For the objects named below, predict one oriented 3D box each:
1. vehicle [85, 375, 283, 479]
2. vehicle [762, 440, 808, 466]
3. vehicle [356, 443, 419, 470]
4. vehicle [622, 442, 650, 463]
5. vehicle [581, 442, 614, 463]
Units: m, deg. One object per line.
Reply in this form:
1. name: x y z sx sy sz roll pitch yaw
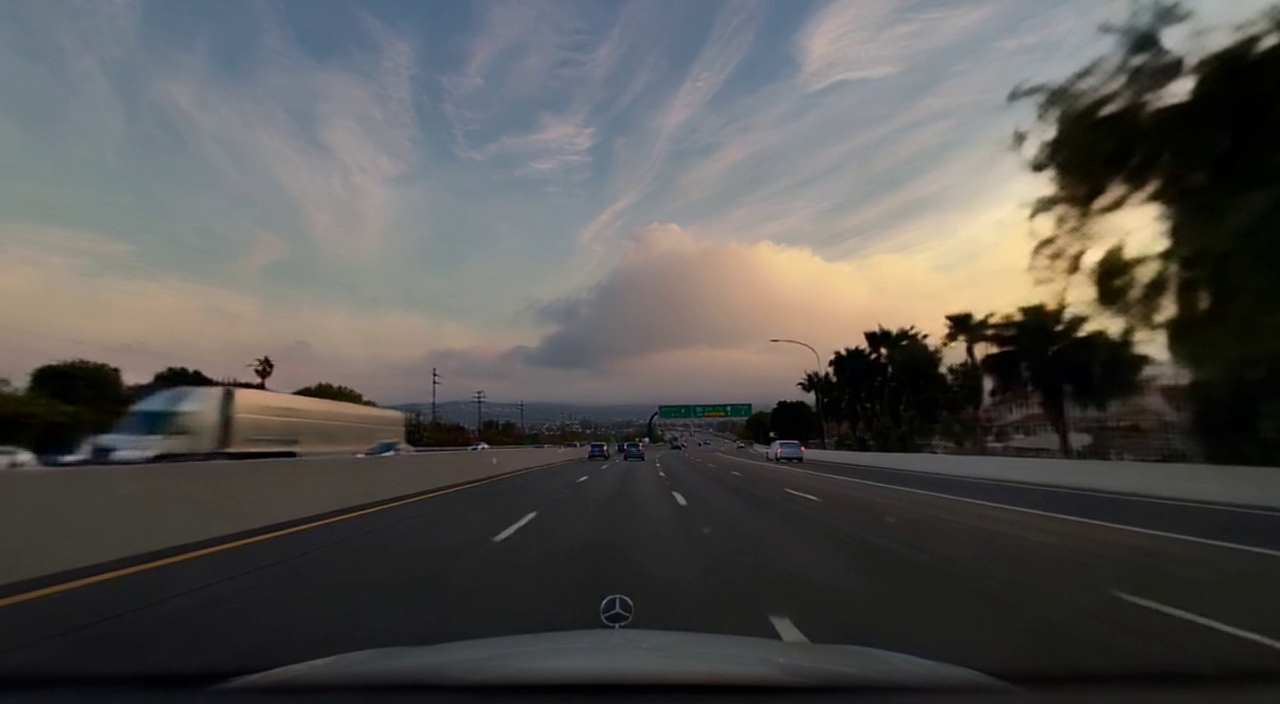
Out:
1. vehicle: -19.428 3.358 27.656 3.488 3.967 6.591 0 -8 1
2. vehicle: 10.085 7.023 44.250 2.130 1.703 4.572 0 -8 0
3. vehicle: -15.195 6.269 38.266 1.971 1.513 4.347 0 -8 1
4. vehicle: -0.280 7.592 47.945 1.977 1.513 3.546 0 -8 0
5. vehicle: -3.230 7.769 48.972 2.154 1.530 4.519 0 -8 1
